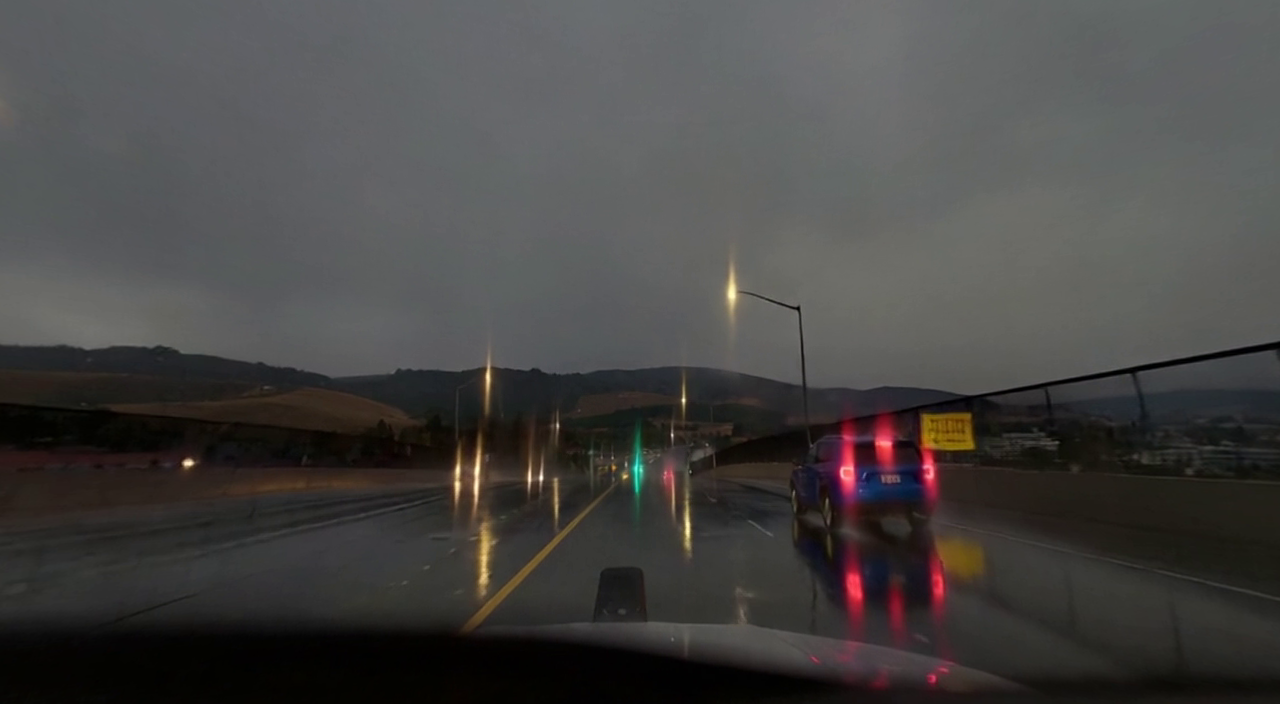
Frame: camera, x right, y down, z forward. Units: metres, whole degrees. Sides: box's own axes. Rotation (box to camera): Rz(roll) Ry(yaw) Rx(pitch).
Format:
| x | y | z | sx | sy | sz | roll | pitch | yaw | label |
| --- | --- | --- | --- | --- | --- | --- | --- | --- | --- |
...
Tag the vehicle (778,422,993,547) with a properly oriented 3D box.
| x | y | z | sx | sy | sz | roll | pitch | yaw | label |
| --- | --- | --- | --- | --- | --- | --- | --- | --- | --- |
| 3.920 | 2.186 | 11.048 | 1.989 | 1.730 | 4.324 | 0 | -9 | 0 | vehicle |
